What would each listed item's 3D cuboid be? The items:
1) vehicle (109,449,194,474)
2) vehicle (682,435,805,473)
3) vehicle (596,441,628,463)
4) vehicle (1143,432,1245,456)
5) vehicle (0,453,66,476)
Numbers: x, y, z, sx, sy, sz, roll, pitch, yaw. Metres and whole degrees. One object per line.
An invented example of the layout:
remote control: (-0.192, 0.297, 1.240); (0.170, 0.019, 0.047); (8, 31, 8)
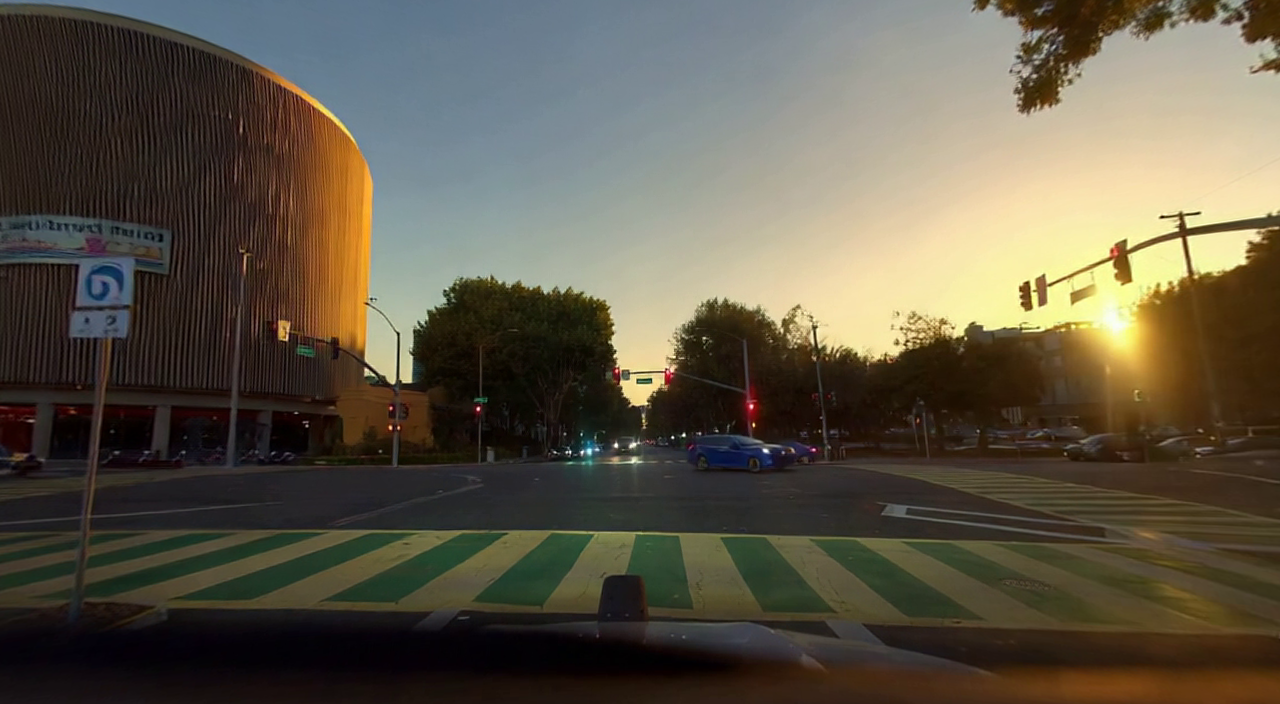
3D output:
vehicle: (-33.089, 7.403, 42.746); (4.136, 1.661, 1.857); (0, -8, 1)
vehicle: (4.312, 4.311, 26.917); (2.280, 1.454, 4.836); (7, -11, -40)
vehicle: (-2.023, 7.327, 46.353); (2.057, 1.467, 4.354); (0, -8, 1)
vehicle: (36.148, 6.024, 41.205); (4.767, 1.456, 1.858); (-1, -8, 3)
vehicle: (-41.676, 7.633, 42.757); (3.698, 1.467, 1.779); (0, -8, 1)
